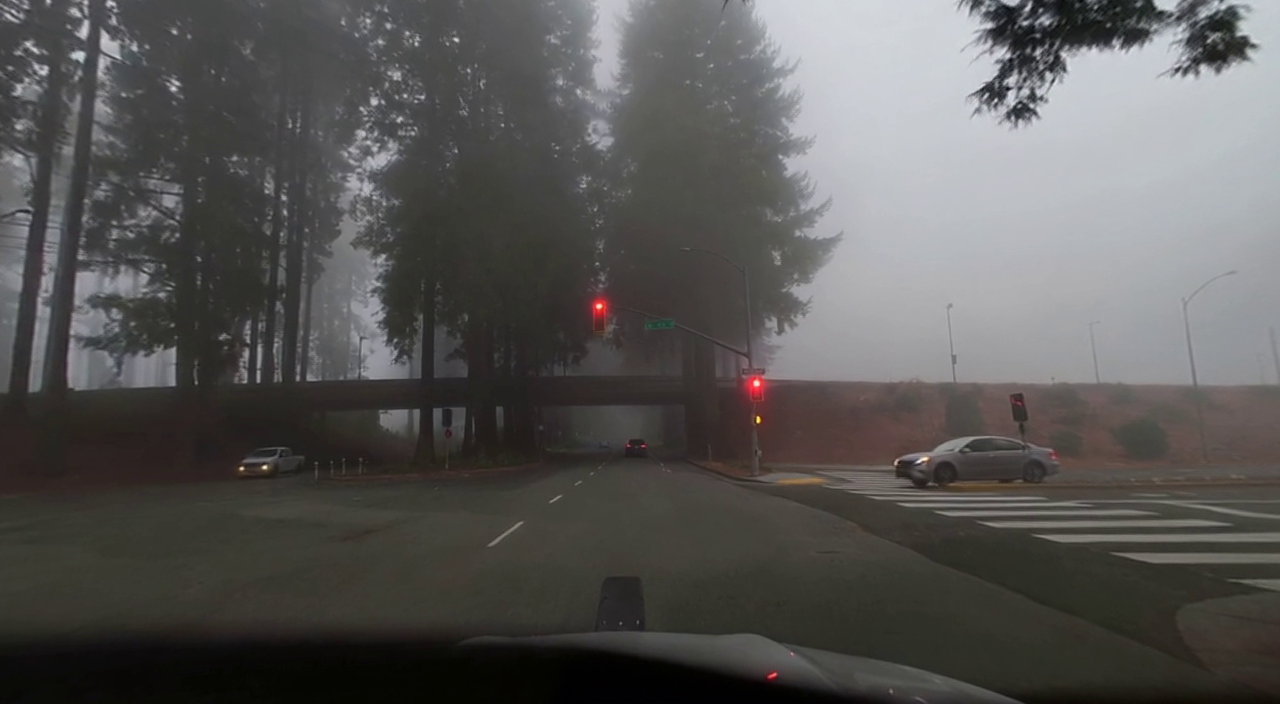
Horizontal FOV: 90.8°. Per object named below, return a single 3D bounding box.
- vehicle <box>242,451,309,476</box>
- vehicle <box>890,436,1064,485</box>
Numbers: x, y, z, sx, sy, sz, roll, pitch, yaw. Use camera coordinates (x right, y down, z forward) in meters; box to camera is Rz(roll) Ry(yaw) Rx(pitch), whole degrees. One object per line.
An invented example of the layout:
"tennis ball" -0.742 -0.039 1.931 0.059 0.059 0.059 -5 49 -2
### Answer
"vehicle" -23.968 7.334 41.747 1.834 1.482 4.310 0 -8 -1
"vehicle" 10.801 3.478 20.445 4.691 1.466 1.800 1 -9 -7
